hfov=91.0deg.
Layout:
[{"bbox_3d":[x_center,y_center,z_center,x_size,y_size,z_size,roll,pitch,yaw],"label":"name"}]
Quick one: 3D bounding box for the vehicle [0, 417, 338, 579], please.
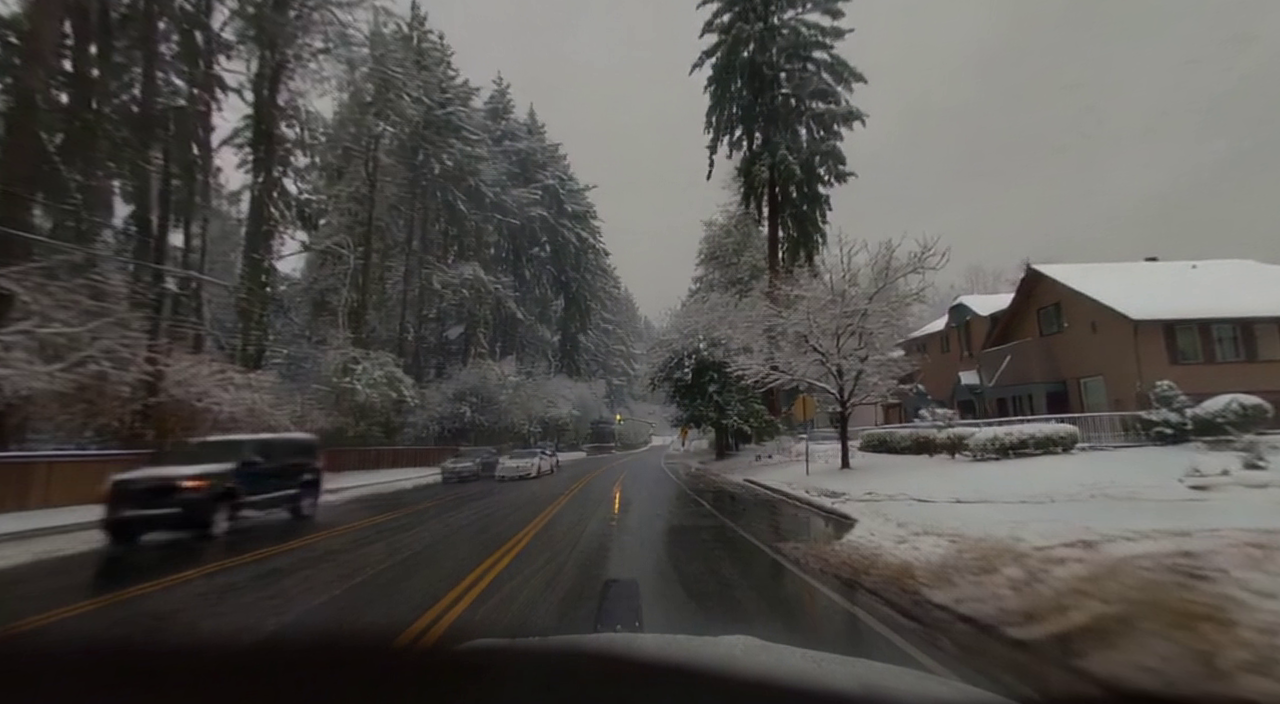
[{"bbox_3d":[-6.967,2.112,10.035,2.063,1.859,4.812,-2,-8,-2],"label":"vehicle"}]
